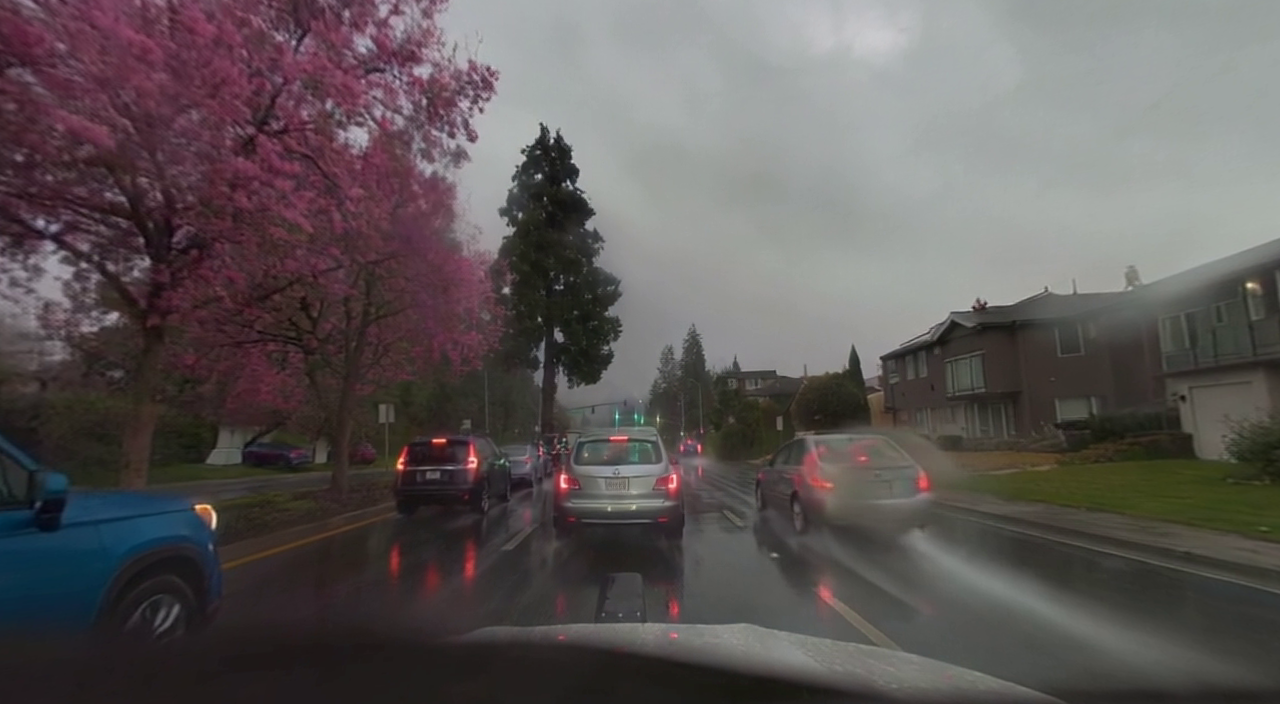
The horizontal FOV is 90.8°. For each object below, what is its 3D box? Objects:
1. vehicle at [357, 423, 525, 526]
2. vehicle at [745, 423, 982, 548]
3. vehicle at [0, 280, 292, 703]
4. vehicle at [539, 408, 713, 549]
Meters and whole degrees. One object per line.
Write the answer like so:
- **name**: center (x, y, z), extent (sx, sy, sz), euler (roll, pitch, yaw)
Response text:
- **vehicle**: center (-3.670, 2.330, 12.571), extent (1.948, 1.668, 4.279), euler (0, -8, 0)
- **vehicle**: center (3.179, 2.010, 10.259), extent (2.056, 1.536, 4.678), euler (0, -8, -1)
- **vehicle**: center (-3.541, 0.629, 1.826), extent (2.304, 1.928, 4.833), euler (0, -8, 0)
- **vehicle**: center (-0.194, 1.838, 9.771), extent (2.112, 1.693, 4.058), euler (0, -8, -1)
